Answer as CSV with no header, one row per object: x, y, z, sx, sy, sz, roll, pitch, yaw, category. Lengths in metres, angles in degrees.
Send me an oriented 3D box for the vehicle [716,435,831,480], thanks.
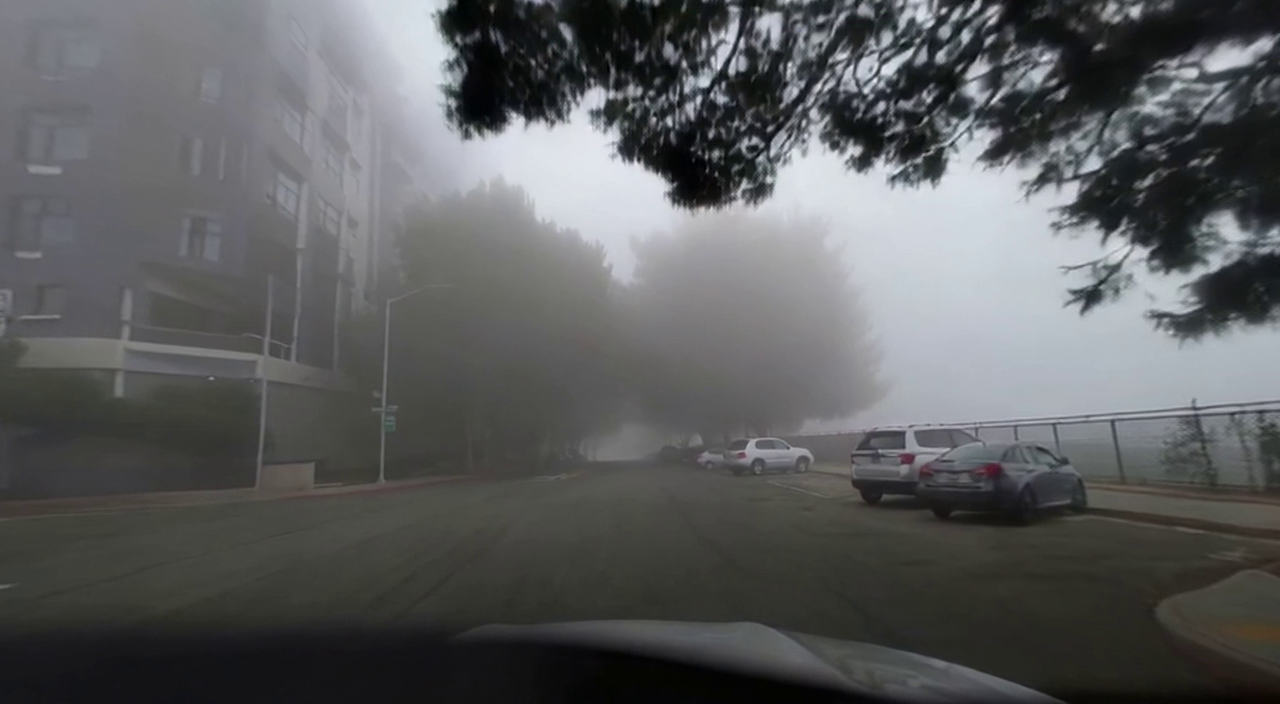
6.424,5.001,30.292,5.061,1.829,2.274,2,-9,-29,vehicle

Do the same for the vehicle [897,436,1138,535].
6.993,2.330,11.620,4.402,1.474,1.957,6,-10,-32,vehicle
